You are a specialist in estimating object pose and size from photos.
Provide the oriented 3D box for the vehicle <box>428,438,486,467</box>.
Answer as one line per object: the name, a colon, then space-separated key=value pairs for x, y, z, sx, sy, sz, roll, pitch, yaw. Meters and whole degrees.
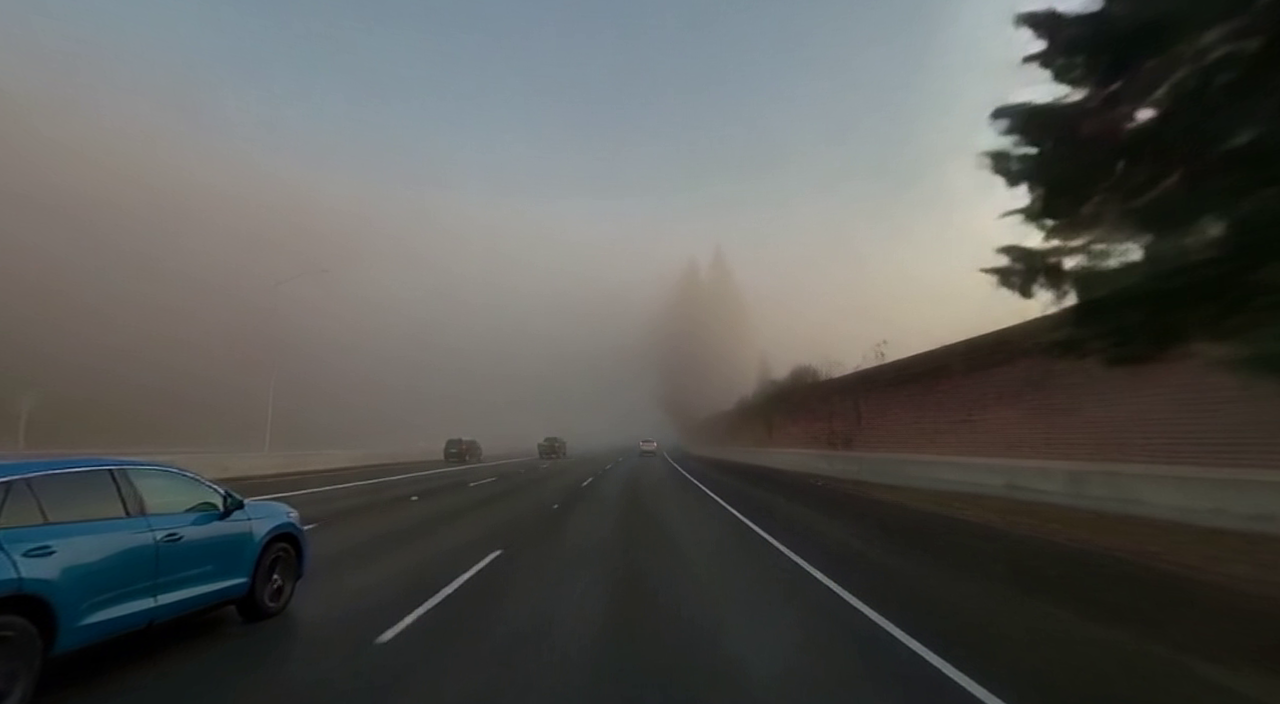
vehicle: x=-10.939 y=6.016 z=38.024 sx=2.025 sy=1.618 sz=4.683 roll=0 pitch=-8 yaw=1
